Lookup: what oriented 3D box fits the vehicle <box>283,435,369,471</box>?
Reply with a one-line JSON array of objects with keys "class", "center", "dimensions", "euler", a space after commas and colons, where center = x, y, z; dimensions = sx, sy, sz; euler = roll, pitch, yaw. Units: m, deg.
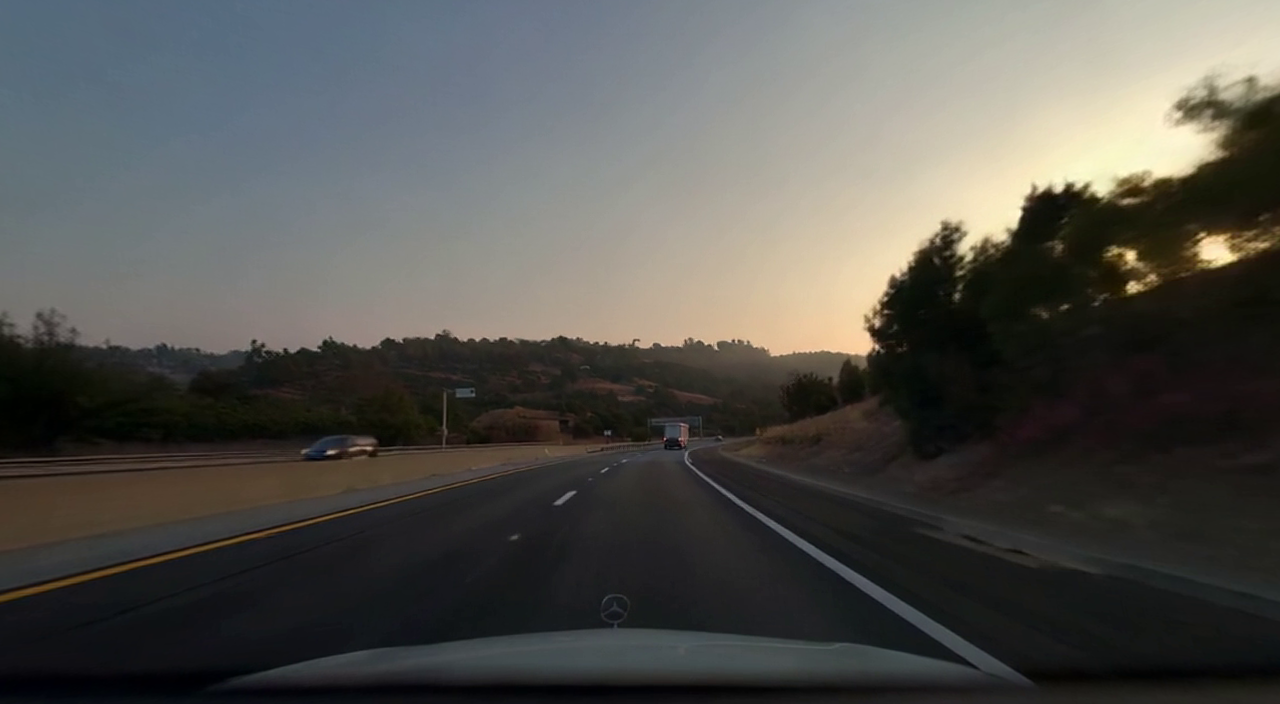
[{"class": "vehicle", "center": [-15.891, 5.111, 32.151], "dimensions": [2.000, 1.721, 4.376], "euler": [-1, -8, 3]}]
